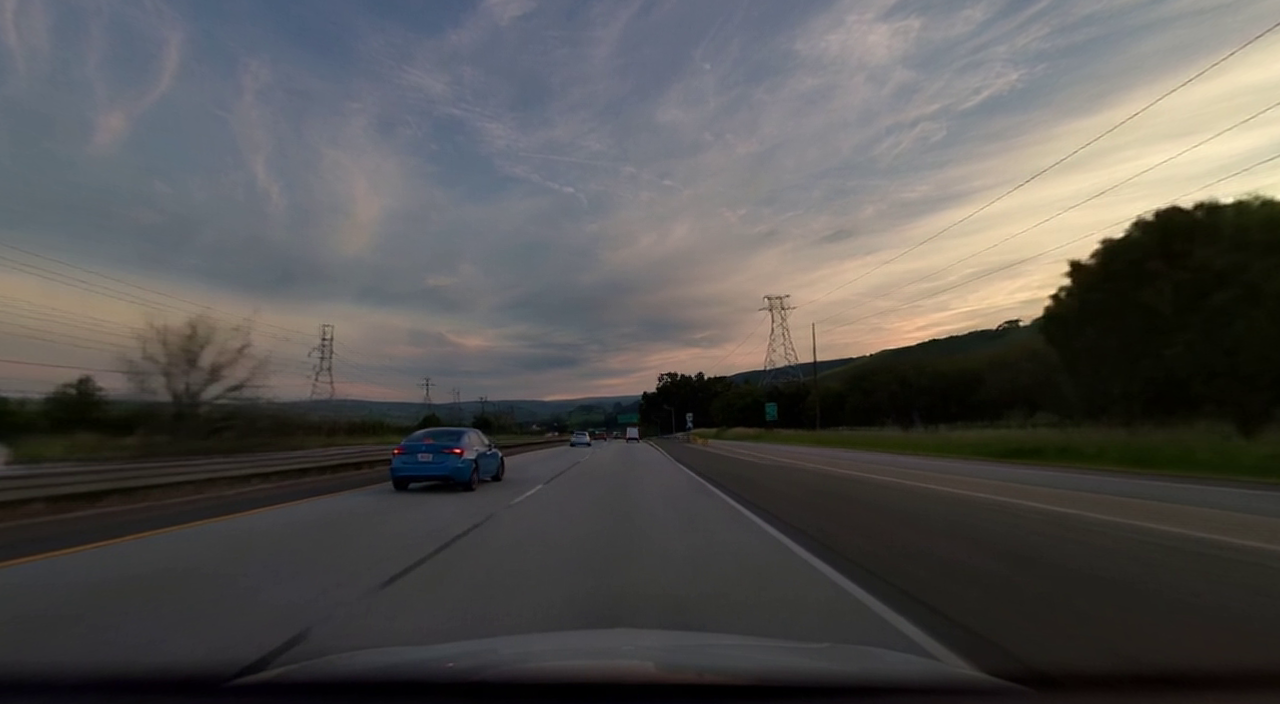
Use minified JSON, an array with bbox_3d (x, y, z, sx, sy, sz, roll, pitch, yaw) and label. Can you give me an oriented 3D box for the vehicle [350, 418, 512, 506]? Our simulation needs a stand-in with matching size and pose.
[{"bbox_3d":[-4.205,2.266,13.495,2.023,1.580,4.259,0,-8,0],"label":"vehicle"}]
